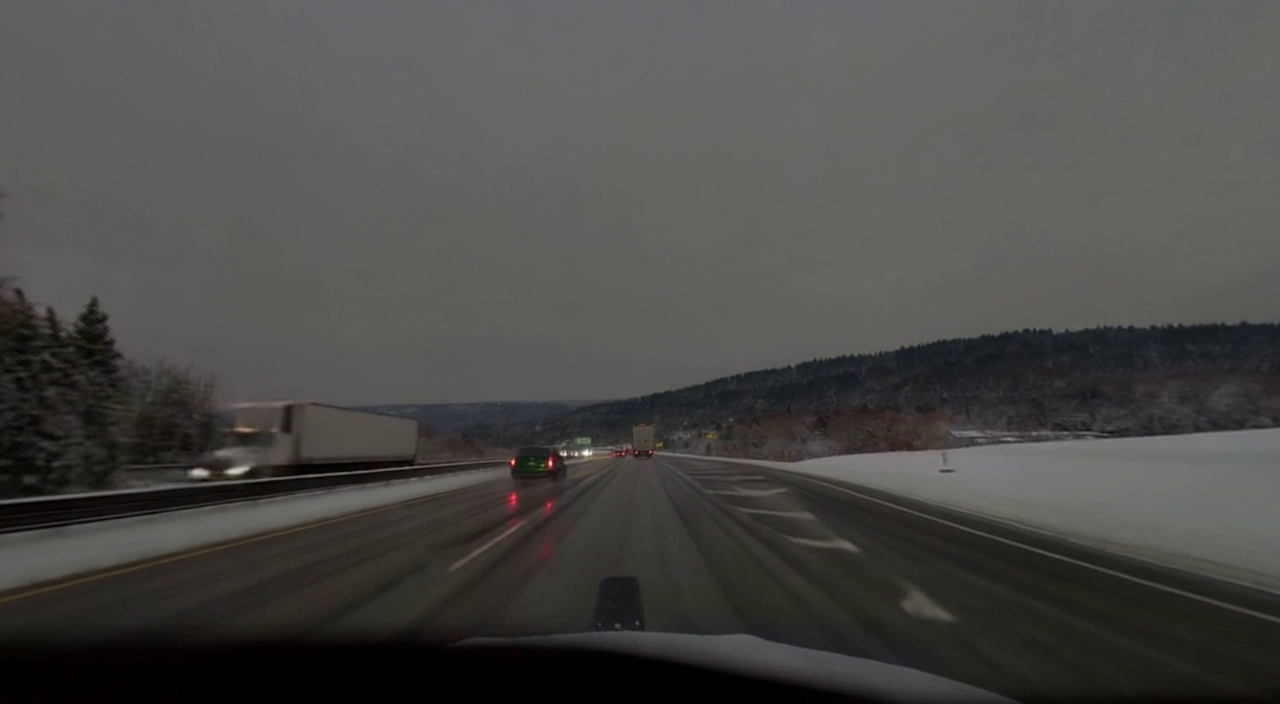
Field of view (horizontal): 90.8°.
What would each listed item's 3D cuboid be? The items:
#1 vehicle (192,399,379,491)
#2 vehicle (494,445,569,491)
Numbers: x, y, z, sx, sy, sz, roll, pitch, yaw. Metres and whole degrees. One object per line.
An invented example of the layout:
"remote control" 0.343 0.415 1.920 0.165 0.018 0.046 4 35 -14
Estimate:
"vehicle" -17.485 4.851 32.665 2.993 3.871 11.549 0 -9 0
"vehicle" -3.721 4.072 22.444 1.886 1.465 4.119 0 -9 1
